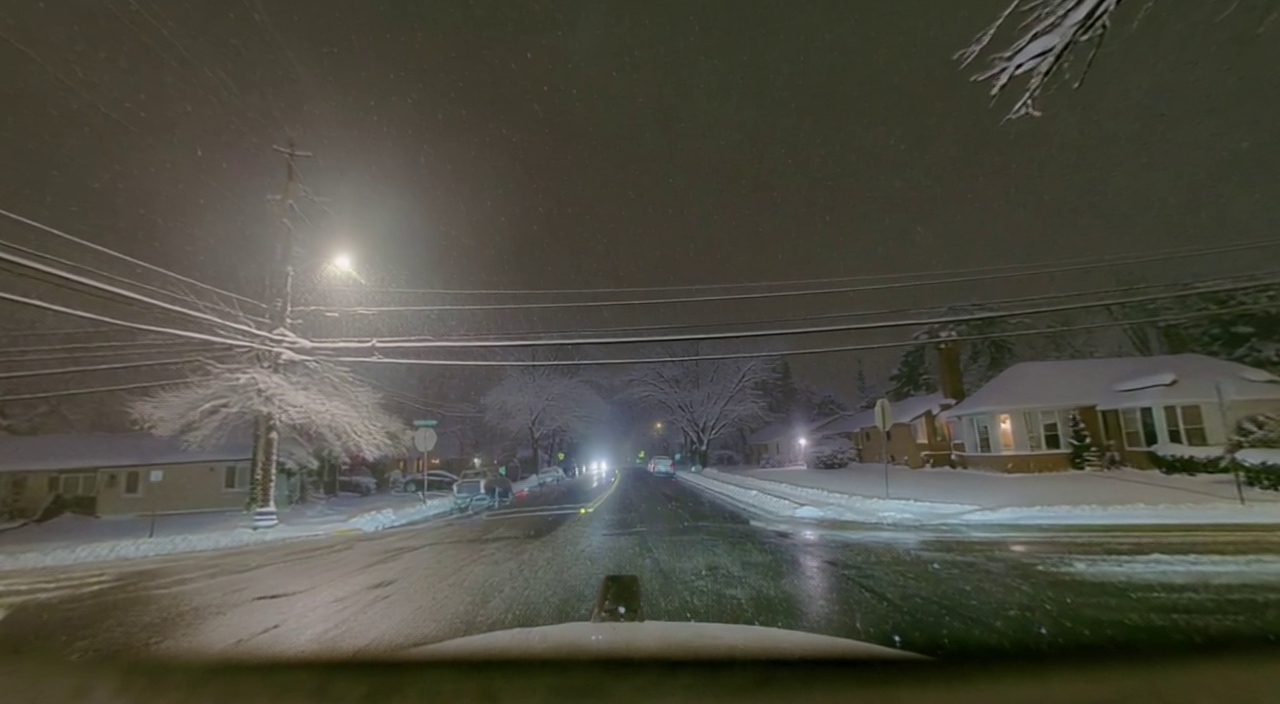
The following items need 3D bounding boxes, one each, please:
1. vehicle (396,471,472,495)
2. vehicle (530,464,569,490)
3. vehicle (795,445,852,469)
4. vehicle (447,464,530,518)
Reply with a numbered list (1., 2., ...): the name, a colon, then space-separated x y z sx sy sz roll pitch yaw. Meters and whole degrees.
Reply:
1. vehicle: -14.218 9.027 43.605 4.601 1.486 1.876 -2 -9 12
2. vehicle: -6.596 9.136 46.373 2.133 1.525 4.401 -4 -9 0
3. vehicle: 12.429 7.157 42.915 3.563 1.551 1.916 -2 -9 13
4. vehicle: -6.211 5.720 26.491 2.149 1.823 4.613 -6 -10 1
